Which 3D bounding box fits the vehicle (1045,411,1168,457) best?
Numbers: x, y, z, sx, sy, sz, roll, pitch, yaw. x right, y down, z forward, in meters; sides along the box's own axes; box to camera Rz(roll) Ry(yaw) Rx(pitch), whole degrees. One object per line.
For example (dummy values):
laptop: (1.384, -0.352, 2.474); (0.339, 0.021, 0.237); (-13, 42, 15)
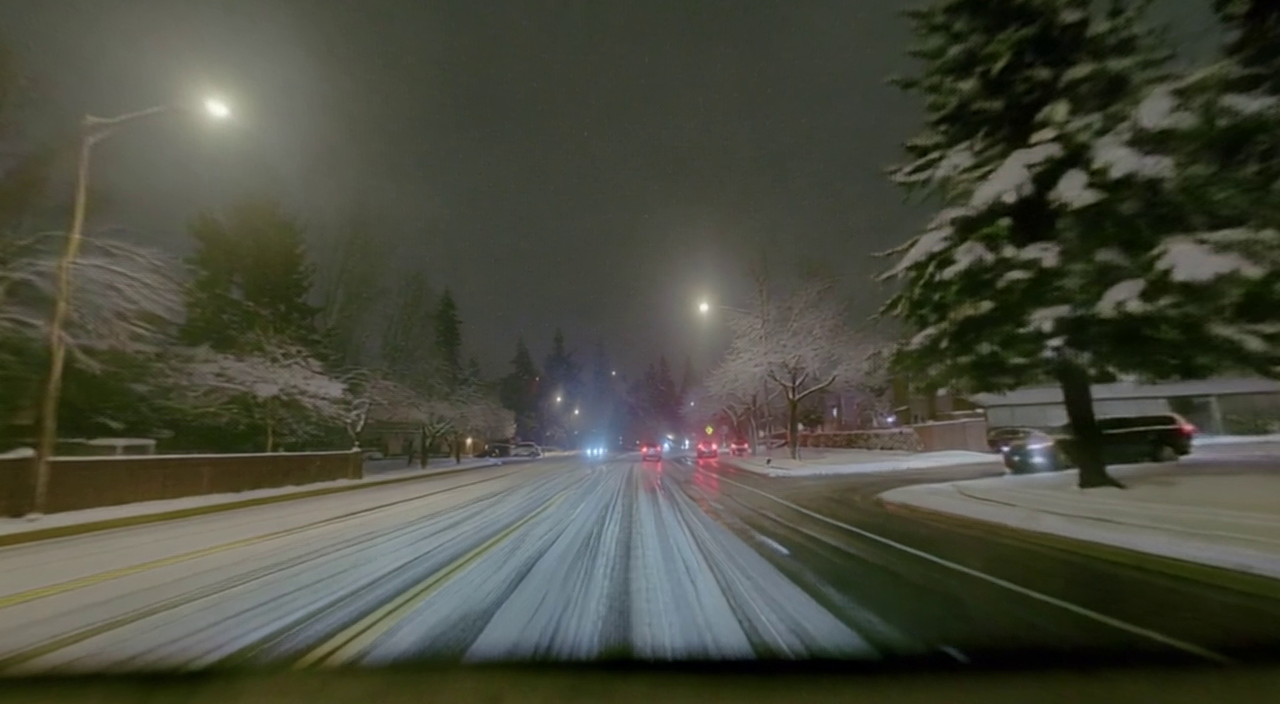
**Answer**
vehicle: (19.808, 3.572, 27.109); (1.924, 1.703, 4.254); (-3, -9, 0)
